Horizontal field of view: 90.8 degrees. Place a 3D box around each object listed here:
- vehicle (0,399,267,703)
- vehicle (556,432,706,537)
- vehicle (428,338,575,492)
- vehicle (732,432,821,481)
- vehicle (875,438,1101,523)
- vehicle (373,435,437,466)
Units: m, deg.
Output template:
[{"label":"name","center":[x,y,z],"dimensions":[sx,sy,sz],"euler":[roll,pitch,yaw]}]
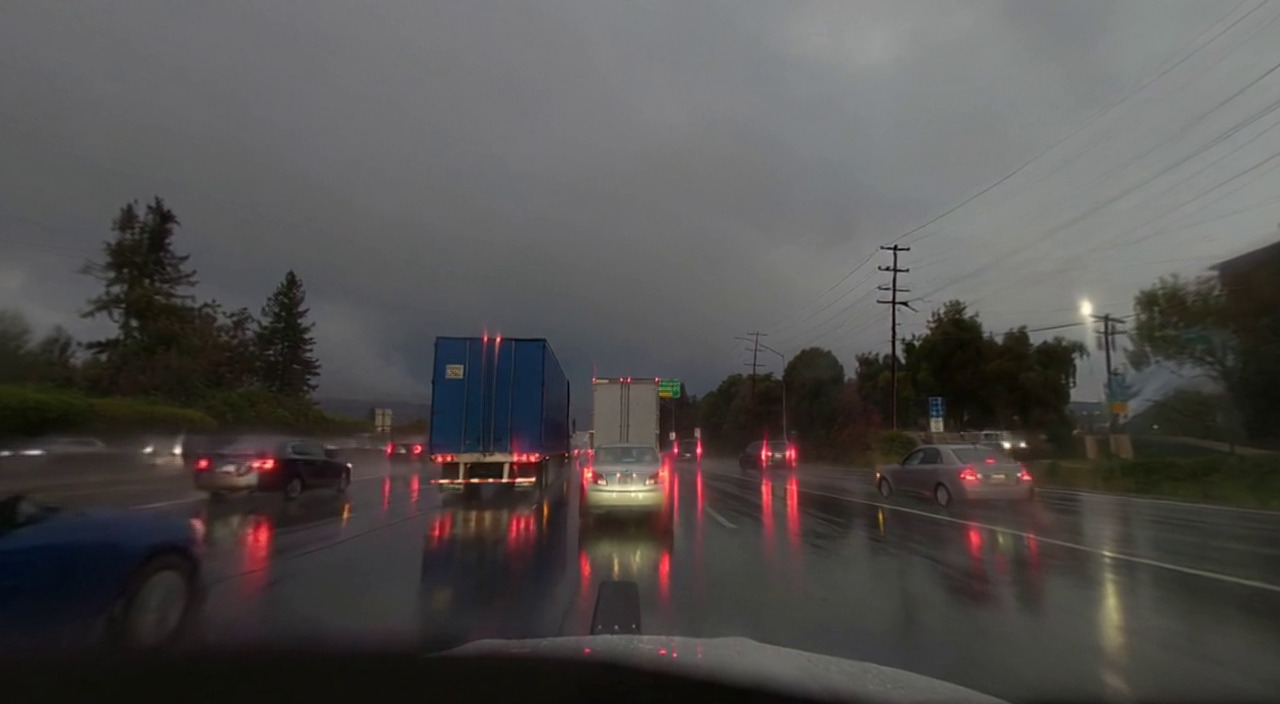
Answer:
[{"label":"vehicle","center":[-3.631,0.826,1.877],"dimensions":[2.090,1.463,4.968],"euler":[0,-9,-1]},{"label":"vehicle","center":[-0.221,2.183,10.998],"dimensions":[2.112,1.463,4.012],"euler":[0,-9,-3]},{"label":"vehicle","center":[-4.781,3.100,26.703],"dimensions":[3.150,4.298,17.928],"euler":[0,-9,-3]},{"label":"vehicle","center":[5.029,3.919,23.931],"dimensions":[2.023,1.676,4.002],"euler":[1,-9,-7]},{"label":"vehicle","center":[6.670,2.475,12.778],"dimensions":[1.878,1.406,4.164],"euler":[1,-9,-6]},{"label":"vehicle","center":[-13.483,5.697,36.629],"dimensions":[2.148,1.678,4.851],"euler":[1,-9,-4]}]
